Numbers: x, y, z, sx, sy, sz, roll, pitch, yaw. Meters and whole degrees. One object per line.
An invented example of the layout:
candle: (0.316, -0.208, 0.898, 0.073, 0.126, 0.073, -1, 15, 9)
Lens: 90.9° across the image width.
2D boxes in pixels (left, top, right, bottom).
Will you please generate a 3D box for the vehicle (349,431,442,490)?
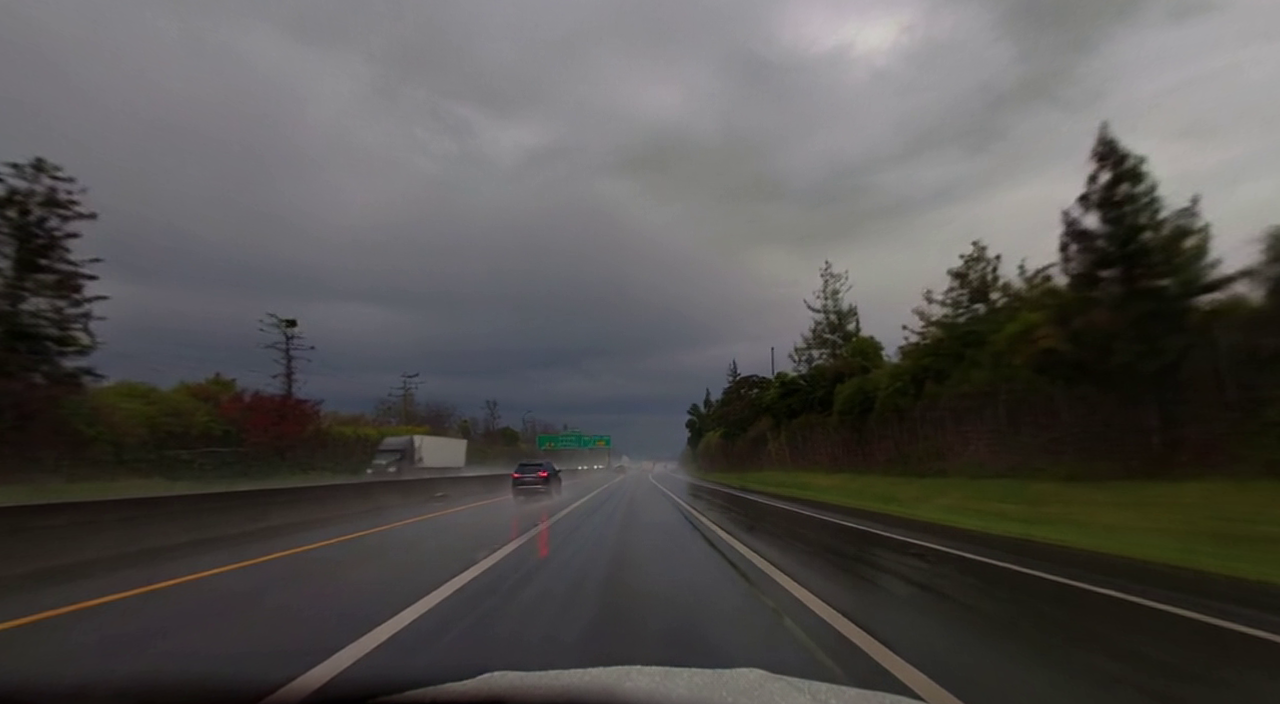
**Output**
vehicle: (-17.092, 7.746, 44.898, 2.944, 3.713, 8.529, 1, -10, 1)

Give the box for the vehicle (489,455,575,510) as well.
vehicle: (-3.628, 4.512, 22.116, 2.053, 1.657, 4.725, 1, -10, 1)
